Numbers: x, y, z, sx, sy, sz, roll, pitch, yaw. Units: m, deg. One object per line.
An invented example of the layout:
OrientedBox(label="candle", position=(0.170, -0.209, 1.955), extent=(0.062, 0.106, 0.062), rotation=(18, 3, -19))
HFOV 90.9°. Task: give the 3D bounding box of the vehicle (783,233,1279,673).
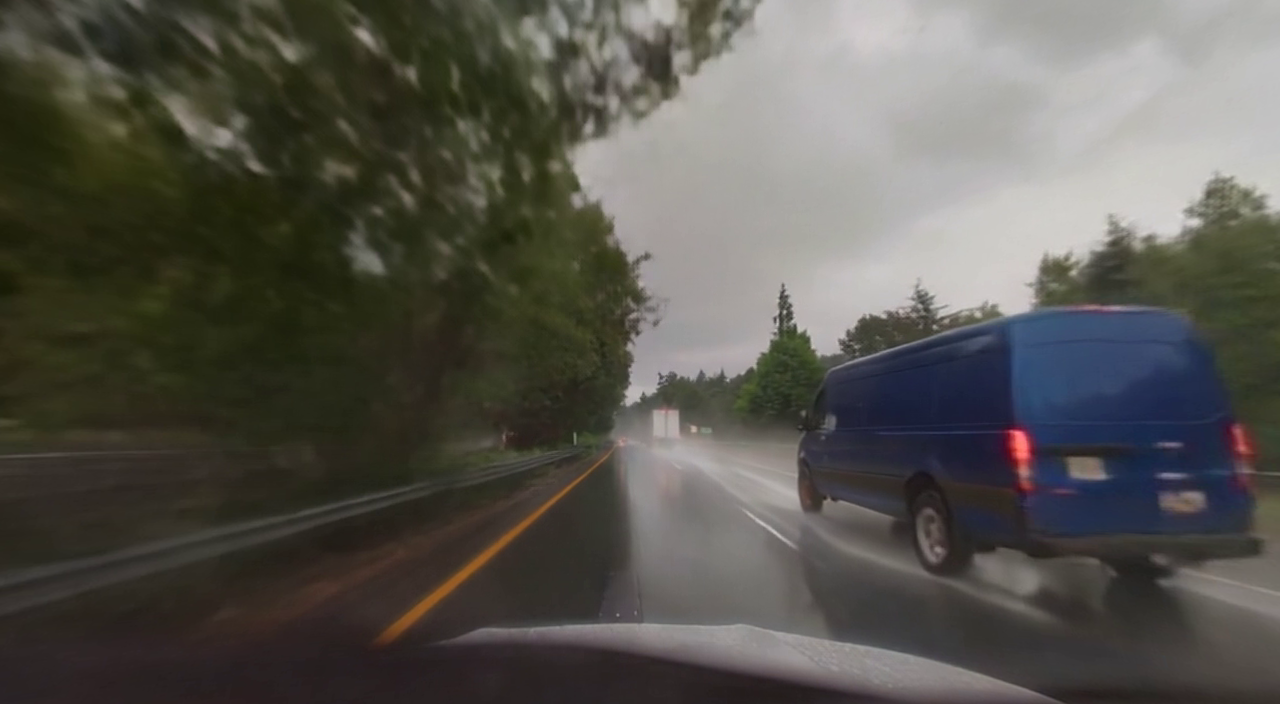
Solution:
OrientedBox(label="vehicle", position=(3.614, 0.951, 6.799), extent=(2.570, 2.596, 6.082), rotation=(0, -8, -1))
